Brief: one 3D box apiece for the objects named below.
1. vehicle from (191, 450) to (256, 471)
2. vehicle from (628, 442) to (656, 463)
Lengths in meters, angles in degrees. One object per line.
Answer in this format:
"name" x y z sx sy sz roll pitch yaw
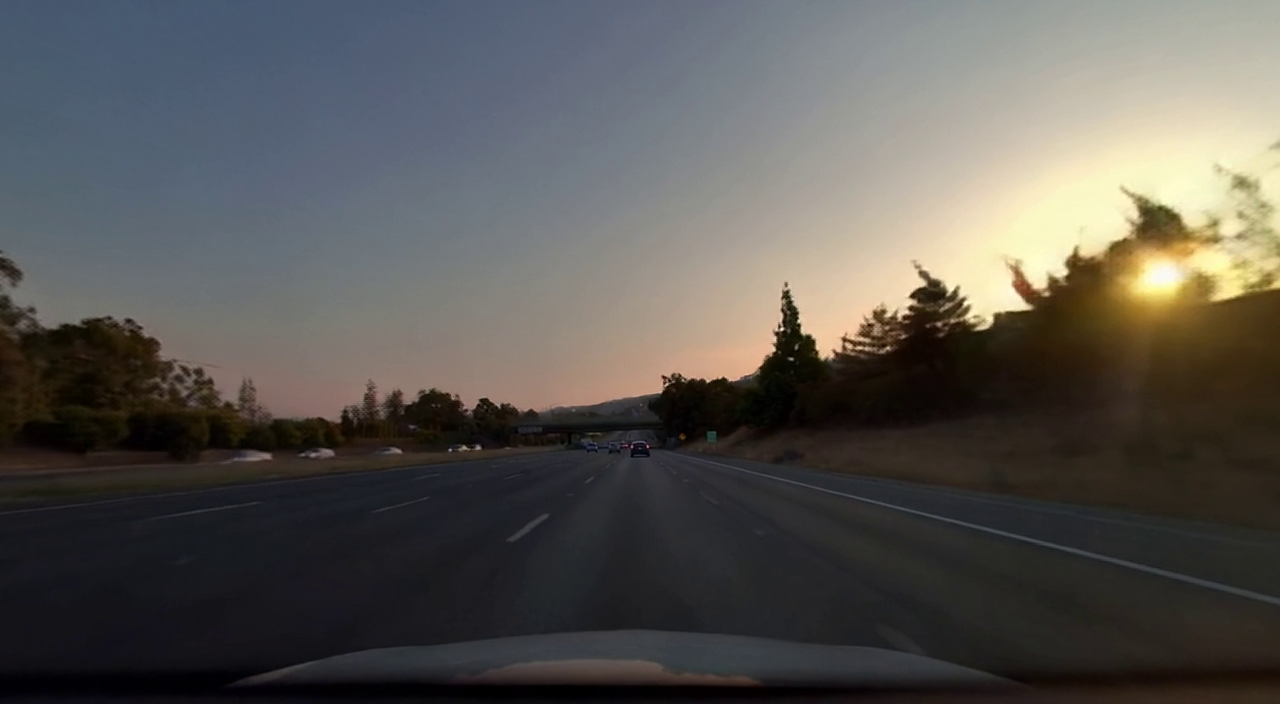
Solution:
"vehicle" -32.045 8.310 48.728 1.860 1.486 4.721 0 -8 0
"vehicle" 0.077 7.643 48.114 2.021 1.528 4.154 0 -8 -1
